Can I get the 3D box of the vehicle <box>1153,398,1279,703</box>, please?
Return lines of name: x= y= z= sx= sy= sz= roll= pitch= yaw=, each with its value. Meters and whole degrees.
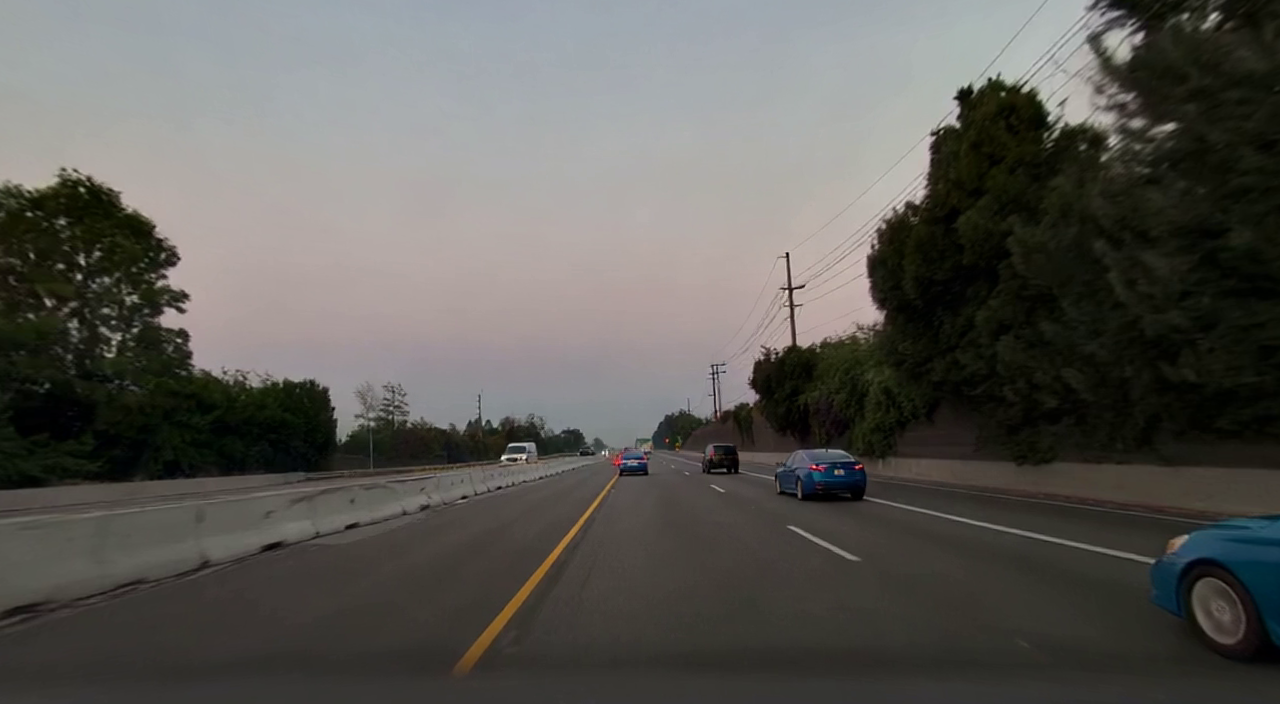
vehicle: x=4.304 y=0.799 z=1.718 sx=1.997 sy=1.568 sz=4.529 roll=0 pitch=-8 yaw=0

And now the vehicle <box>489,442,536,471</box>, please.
vehicle: x=-8.476 y=6.975 z=42.366 sx=2.066 sy=1.811 sz=4.683 roll=0 pitch=-8 yaw=2

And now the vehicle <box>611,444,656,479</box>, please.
vehicle: x=-0.280 y=5.374 z=31.295 sx=2.096 sy=1.583 sz=4.150 roll=0 pitch=-8 yaw=0

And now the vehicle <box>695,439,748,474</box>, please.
vehicle: x=4.911 y=6.385 z=38.882 sx=2.559 sy=1.943 sz=5.610 roll=0 pitch=-8 yaw=0

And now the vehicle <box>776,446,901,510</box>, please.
vehicle: x=4.884 y=3.126 z=16.143 sx=1.881 sy=1.409 sz=4.016 roll=0 pitch=-8 yaw=0
